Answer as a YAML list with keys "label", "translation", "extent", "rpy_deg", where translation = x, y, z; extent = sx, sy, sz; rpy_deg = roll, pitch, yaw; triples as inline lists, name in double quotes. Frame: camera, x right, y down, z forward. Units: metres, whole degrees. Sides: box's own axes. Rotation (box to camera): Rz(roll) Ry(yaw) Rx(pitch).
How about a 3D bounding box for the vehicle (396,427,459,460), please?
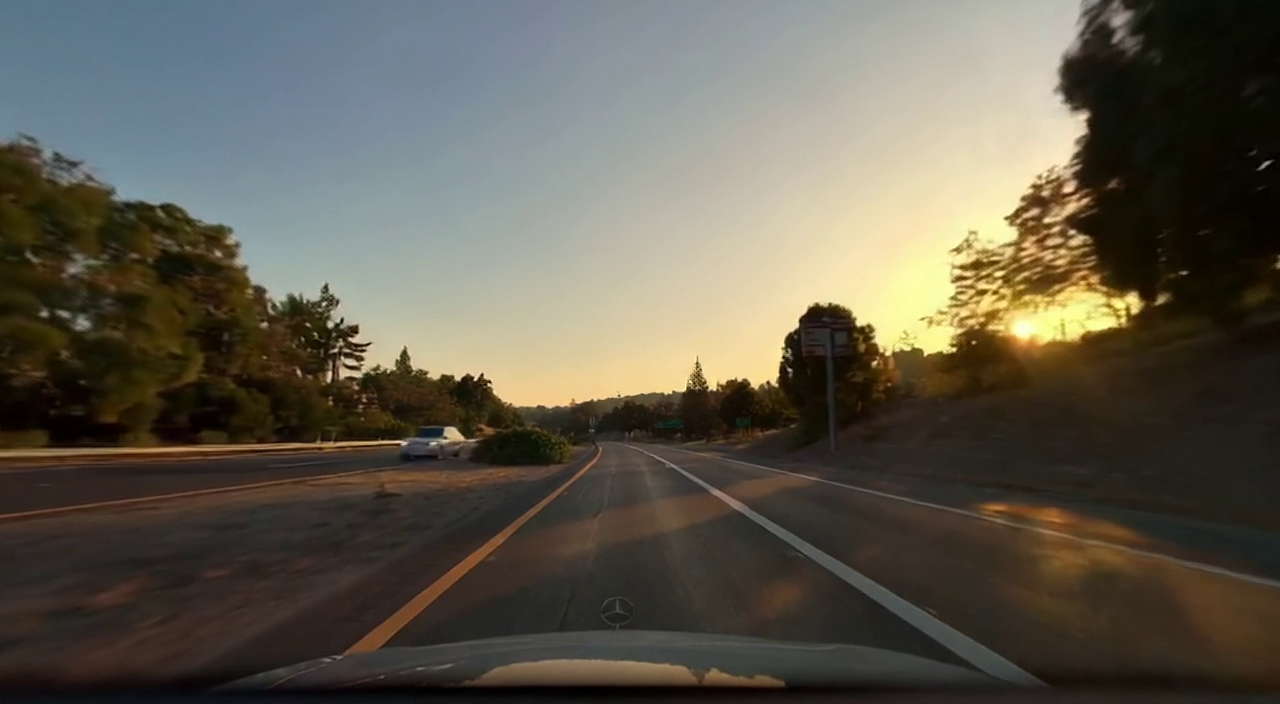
- label: "vehicle"
  translation: [-9.965, 4.323, 29.835]
  extent: [1.771, 1.461, 3.643]
  rpy_deg: [0, -8, -1]
